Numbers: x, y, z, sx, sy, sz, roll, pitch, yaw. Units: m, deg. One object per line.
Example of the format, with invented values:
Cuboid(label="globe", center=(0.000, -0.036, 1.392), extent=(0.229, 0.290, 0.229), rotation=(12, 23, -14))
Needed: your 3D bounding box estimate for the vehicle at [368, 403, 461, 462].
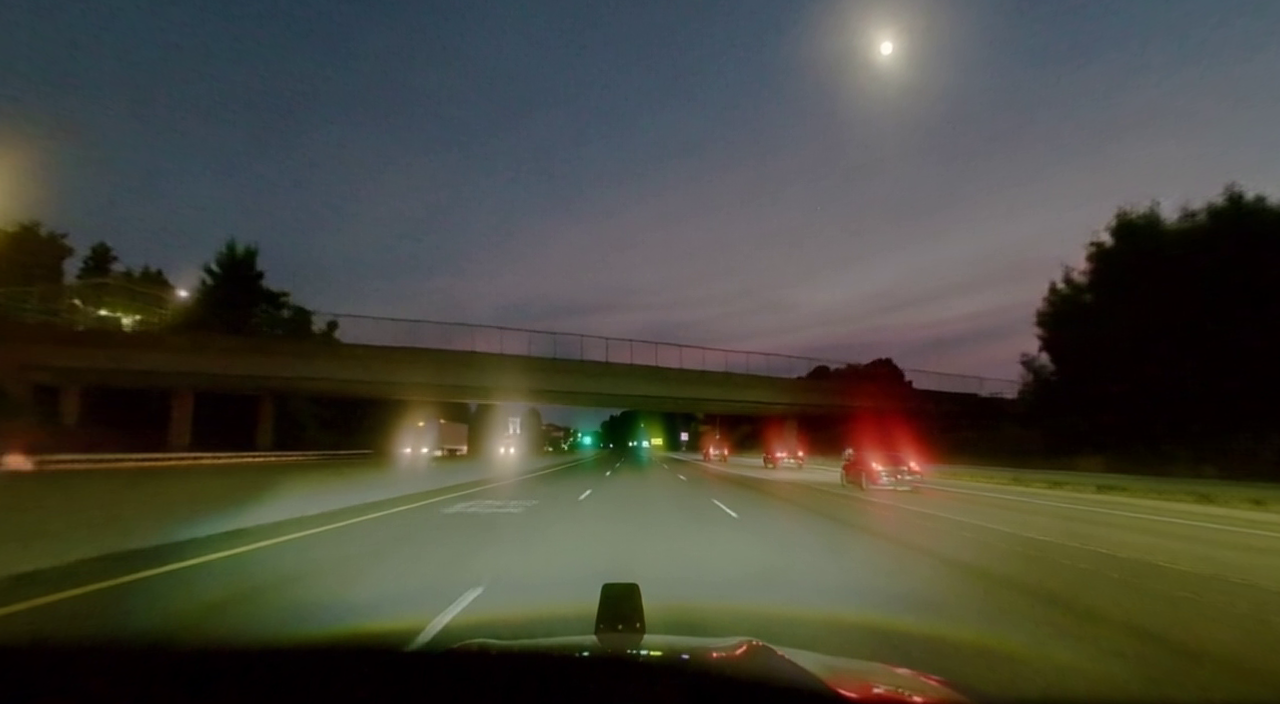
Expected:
Cuboid(label="vehicle", center=(-16.109, 6.014, 46.098), extent=(2.985, 3.790, 10.161), rotation=(0, -9, 0))
